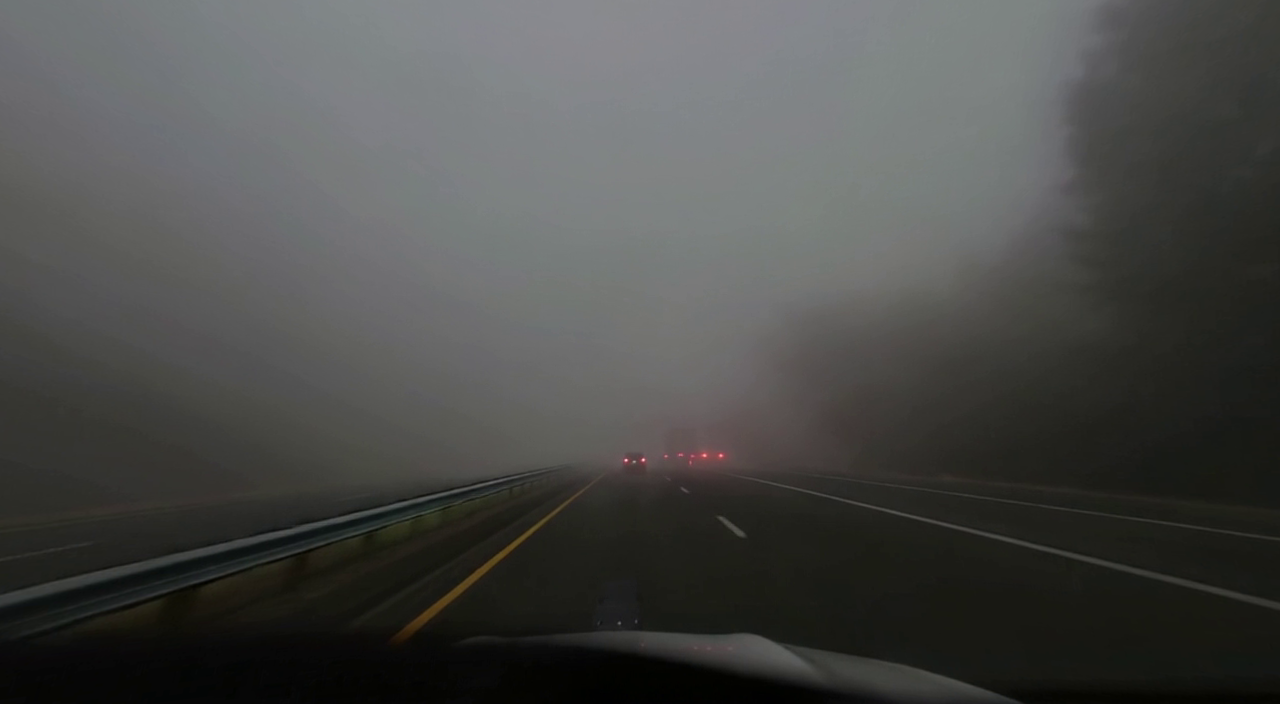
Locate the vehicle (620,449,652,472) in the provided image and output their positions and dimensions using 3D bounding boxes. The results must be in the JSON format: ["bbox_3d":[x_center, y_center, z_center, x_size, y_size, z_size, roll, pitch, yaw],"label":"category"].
[{"bbox_3d":[-0.310,7.327,42.503,2.083,1.473,3.923,0,-9,-1],"label":"vehicle"}]
